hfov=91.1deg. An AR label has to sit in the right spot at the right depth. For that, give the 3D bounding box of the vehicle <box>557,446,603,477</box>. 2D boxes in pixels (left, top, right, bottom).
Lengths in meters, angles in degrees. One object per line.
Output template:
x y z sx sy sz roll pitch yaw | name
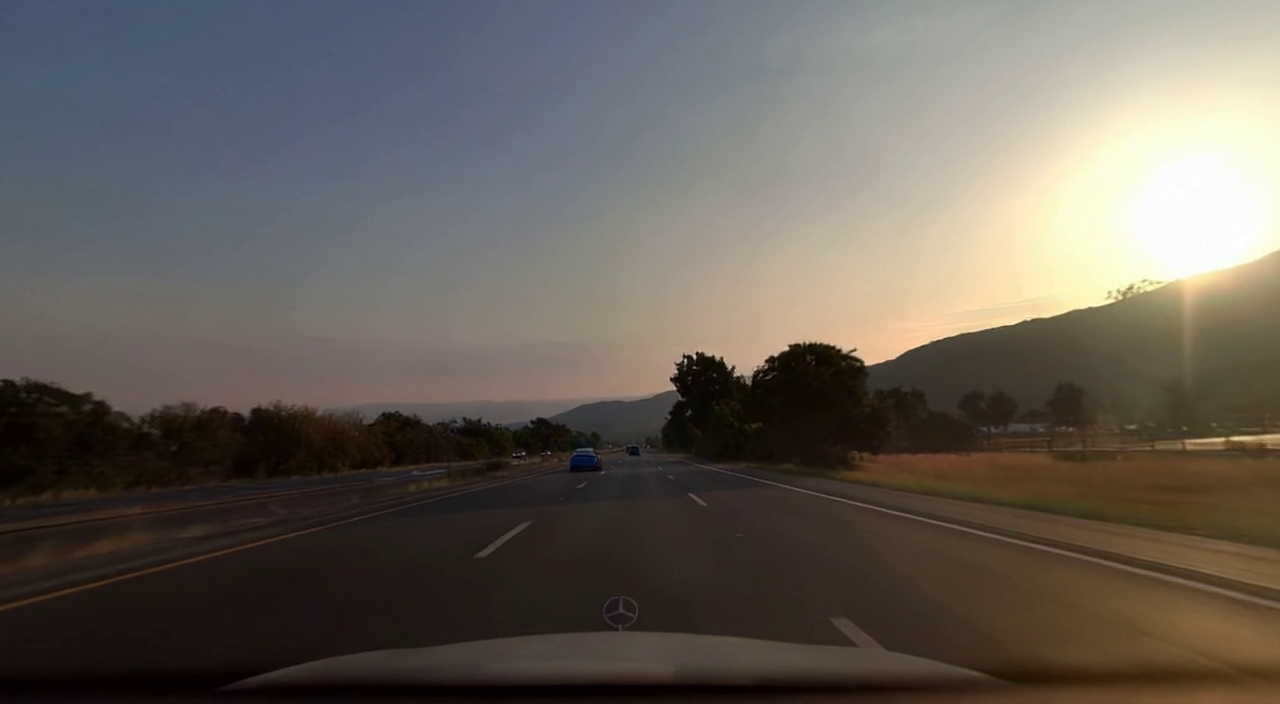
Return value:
-3.249 6.050 34.934 2.069 1.573 4.589 0 -9 1 | vehicle
